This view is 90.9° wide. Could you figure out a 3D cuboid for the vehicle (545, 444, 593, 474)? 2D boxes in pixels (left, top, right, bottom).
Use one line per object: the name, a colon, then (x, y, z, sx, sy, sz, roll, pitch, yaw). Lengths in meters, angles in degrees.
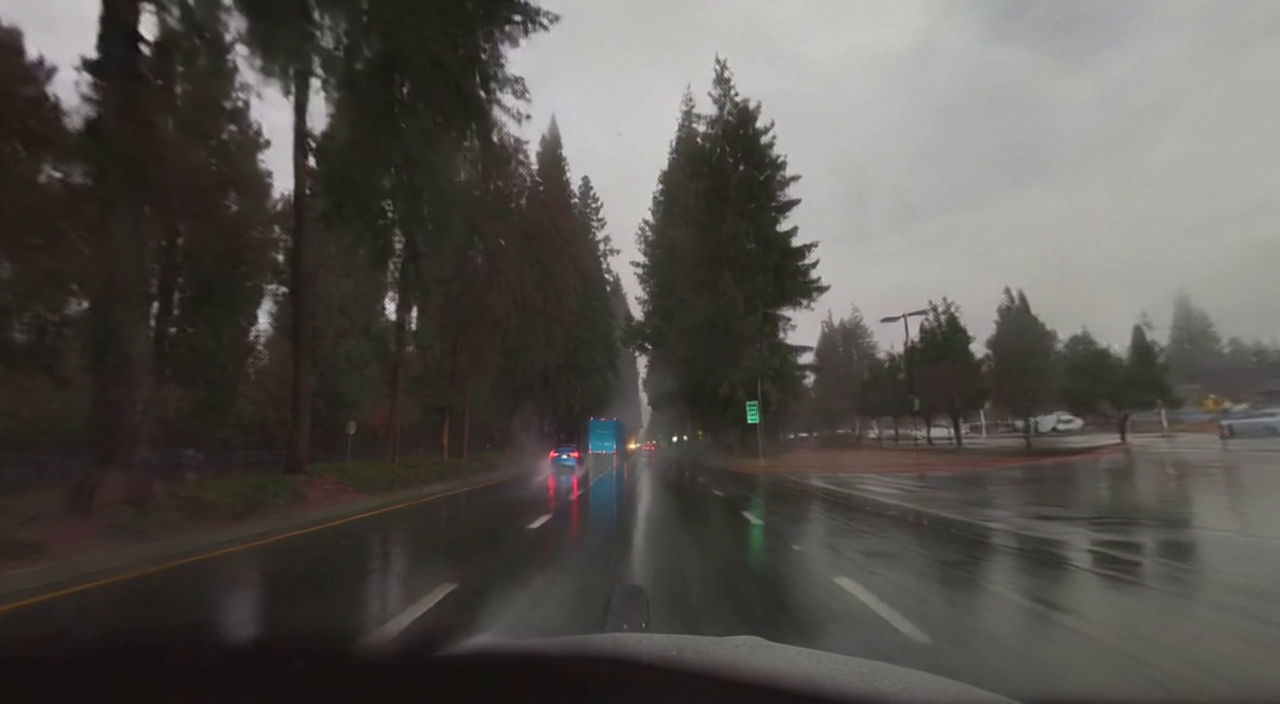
vehicle: (-3.660, 5.576, 33.201, 2.005, 1.462, 4.345, 0, -9, 1)
